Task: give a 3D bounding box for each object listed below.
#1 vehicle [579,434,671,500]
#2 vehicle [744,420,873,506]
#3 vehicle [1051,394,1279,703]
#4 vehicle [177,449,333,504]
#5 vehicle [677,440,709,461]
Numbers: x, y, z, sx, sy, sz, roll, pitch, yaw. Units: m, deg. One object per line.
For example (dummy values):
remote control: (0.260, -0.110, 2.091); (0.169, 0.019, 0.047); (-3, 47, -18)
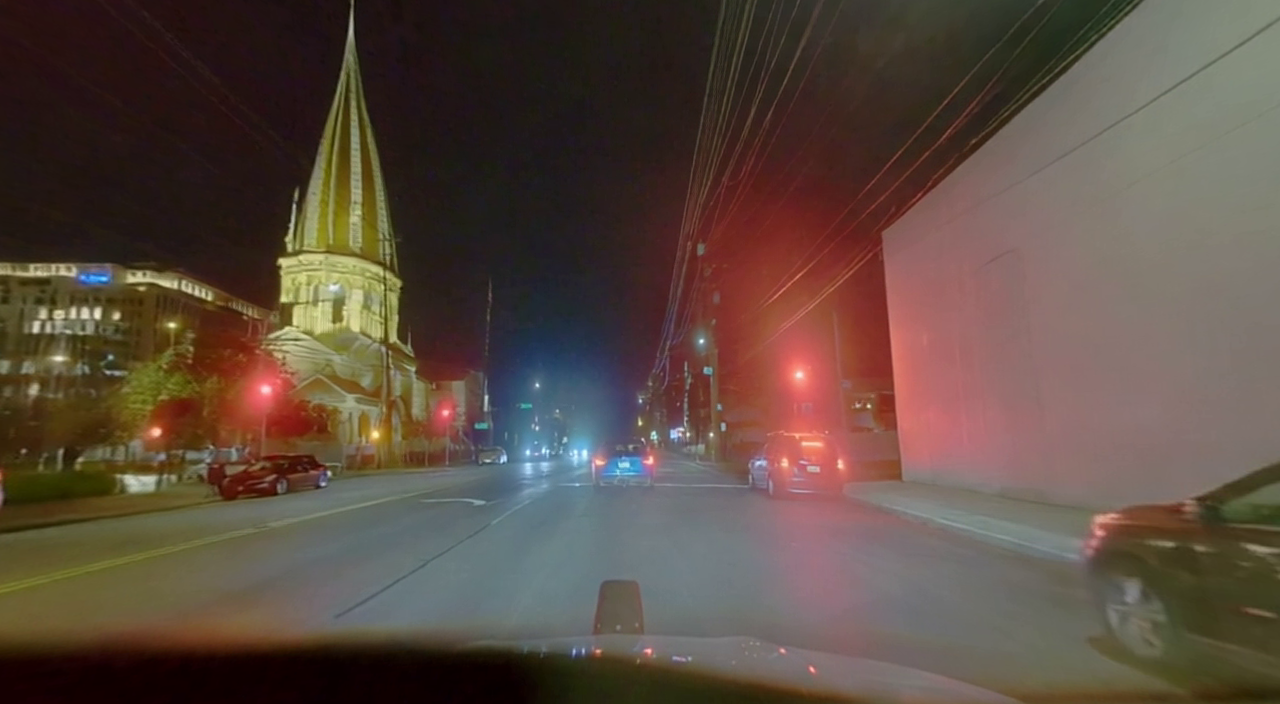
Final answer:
vehicle: (-0.352, 2.885, 16.276); (2.049, 1.453, 4.299); (0, -9, -1)
vehicle: (3.899, 2.658, 15.444); (2.015, 1.780, 4.261); (0, -9, 1)
vehicle: (3.913, 0.912, 2.423); (2.003, 1.524, 3.868); (0, -7, -1)
vehicle: (-11.991, 3.869, 20.164); (1.980, 1.502, 4.655); (-1, -9, 1)
vehicle: (3.938, 7.479, 47.858); (1.933, 1.479, 4.430); (0, -9, -1)
